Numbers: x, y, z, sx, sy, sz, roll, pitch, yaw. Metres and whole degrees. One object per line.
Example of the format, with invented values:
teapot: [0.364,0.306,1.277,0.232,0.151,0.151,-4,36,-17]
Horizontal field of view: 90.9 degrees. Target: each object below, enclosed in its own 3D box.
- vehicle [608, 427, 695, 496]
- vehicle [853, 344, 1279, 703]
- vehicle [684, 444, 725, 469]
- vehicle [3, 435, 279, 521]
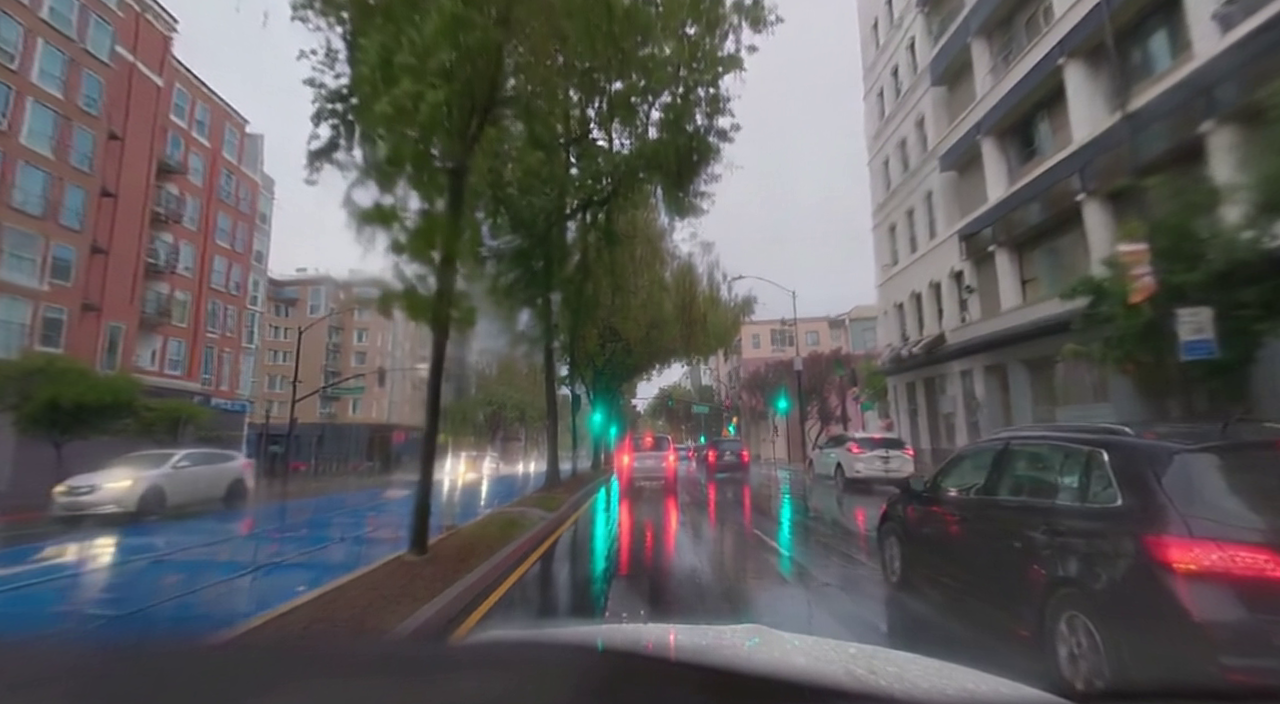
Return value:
vehicle: [0.304,3.115,18.233,2.209,1.748,4.130,0,-9,0]
vehicle: [3.209,1.132,4.533,1.939,1.746,4.091,0,-9,1]
vehicle: [3.891,6.409,38.896,2.045,1.465,4.355,0,-9,0]
vehicle: [-14.093,3.568,18.712,2.640,2.054,6.504,-1,-9,3]
